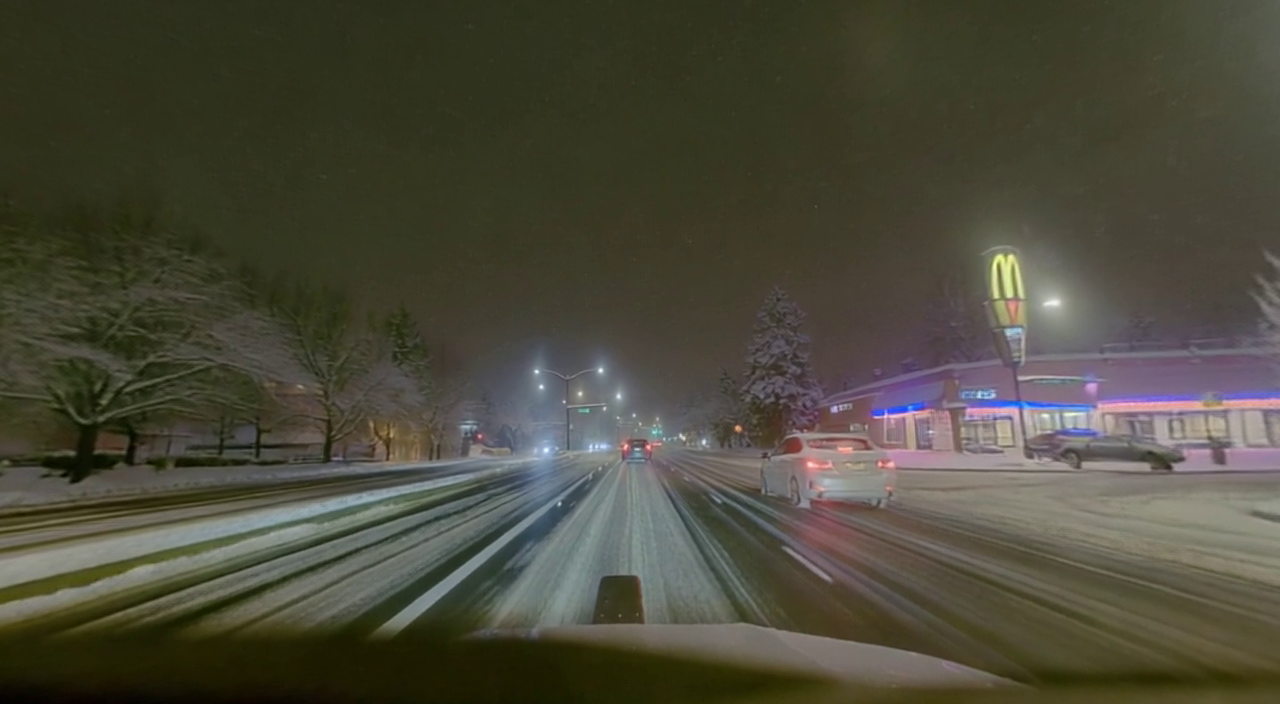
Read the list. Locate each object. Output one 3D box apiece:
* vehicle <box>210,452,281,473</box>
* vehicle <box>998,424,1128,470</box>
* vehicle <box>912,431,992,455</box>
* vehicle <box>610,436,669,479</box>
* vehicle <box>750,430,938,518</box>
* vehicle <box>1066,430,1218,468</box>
[{"bbox_3d":[-29.813,8.328,47.639,4.155,1.486,1.706,0,-8,-2],"label":"vehicle"},{"bbox_3d":[20.495,4.622,30.643,4.697,1.832,2.092,-4,-9,-1],"label":"vehicle"},{"bbox_3d":[20.546,6.011,41.527,4.296,1.496,1.891,1,-9,-8],"label":"vehicle"},{"bbox_3d":[-0.057,3.826,23.039,1.998,1.452,3.773,0,-8,-1],"label":"vehicle"},{"bbox_3d":[3.836,2.400,12.949,2.153,1.456,4.705,0,-9,-2],"label":"vehicle"},{"bbox_3d":[21.669,4.217,27.318,4.763,1.544,2.047,0,-9,2],"label":"vehicle"}]
